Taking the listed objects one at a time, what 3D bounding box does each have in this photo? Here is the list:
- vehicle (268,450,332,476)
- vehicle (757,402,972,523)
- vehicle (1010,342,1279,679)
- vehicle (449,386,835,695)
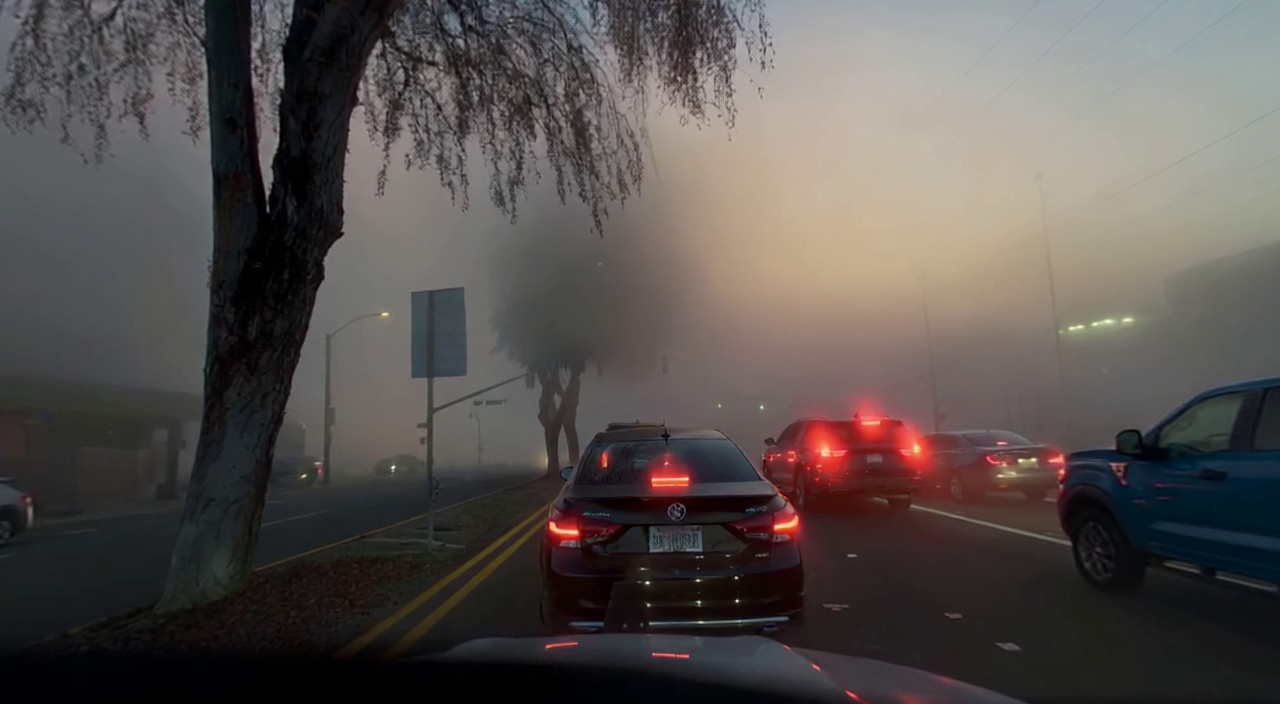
[{"bbox_3d":[-24.067,7.839,44.812,1.798,1.706,4.385,-1,-8,6],"label":"vehicle"},{"bbox_3d":[4.169,2.206,13.115,2.319,1.930,5.651,0,-8,-1],"label":"vehicle"},{"bbox_3d":[4.468,0.869,3.534,2.019,1.803,4.634,-1,-8,1],"label":"vehicle"},{"bbox_3d":[-0.015,1.322,5.532,2.116,1.677,3.948,0,-8,-1],"label":"vehicle"}]
